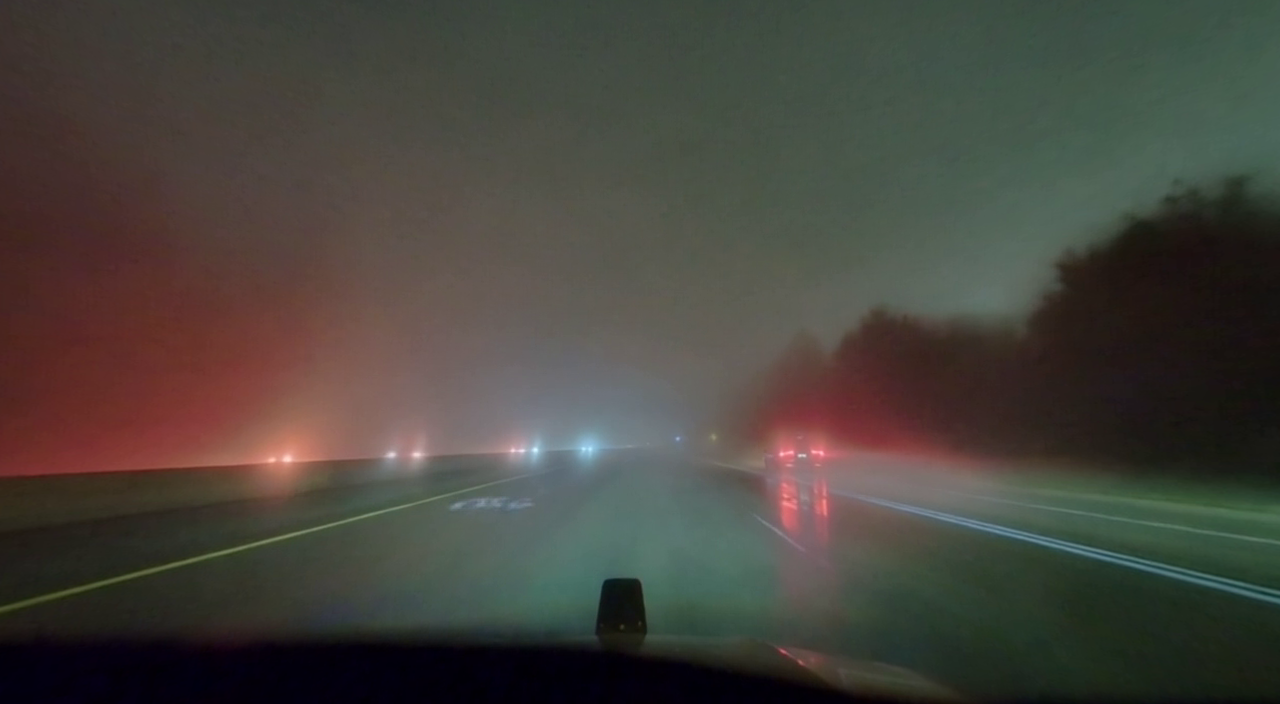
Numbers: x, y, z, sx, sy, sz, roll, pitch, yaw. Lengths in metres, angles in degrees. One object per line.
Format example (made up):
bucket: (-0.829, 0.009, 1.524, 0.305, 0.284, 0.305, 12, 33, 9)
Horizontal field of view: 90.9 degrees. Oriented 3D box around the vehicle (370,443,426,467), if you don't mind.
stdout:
vehicle: (-17.249, 7.381, 45.265, 2.062, 1.597, 4.765, 0, -9, 1)
